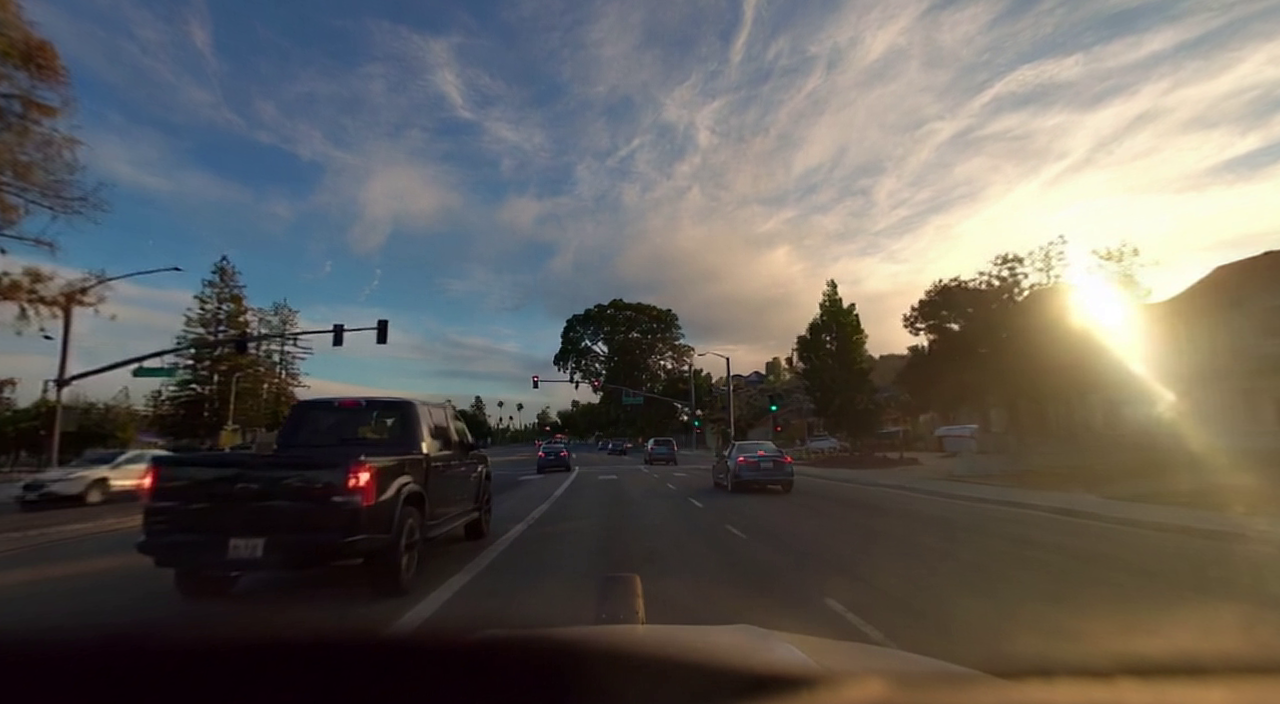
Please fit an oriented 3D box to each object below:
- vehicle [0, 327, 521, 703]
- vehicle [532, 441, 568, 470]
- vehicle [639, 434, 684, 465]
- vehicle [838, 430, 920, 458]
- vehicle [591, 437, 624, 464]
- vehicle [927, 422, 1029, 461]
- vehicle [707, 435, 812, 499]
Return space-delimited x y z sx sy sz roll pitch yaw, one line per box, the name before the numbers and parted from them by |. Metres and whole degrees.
vehicle | -2.968 1.292 6.335 2.354 1.948 6.355 0 -8 0
vehicle | -5.092 5.877 36.149 1.864 1.505 4.202 1 -8 -5
vehicle | 1.401 6.747 43.851 2.391 1.960 5.600 0 -8 -5
vehicle | 16.042 6.185 42.546 4.691 1.626 1.943 -2 -7 -9
vehicle | -2.468 7.253 46.687 2.164 1.867 4.254 1 -8 -6
vehicle | 16.698 4.465 31.548 2.058 1.766 4.563 1 -8 -9
vehicle | 3.079 3.055 17.170 1.870 1.491 4.009 0 -8 -3
